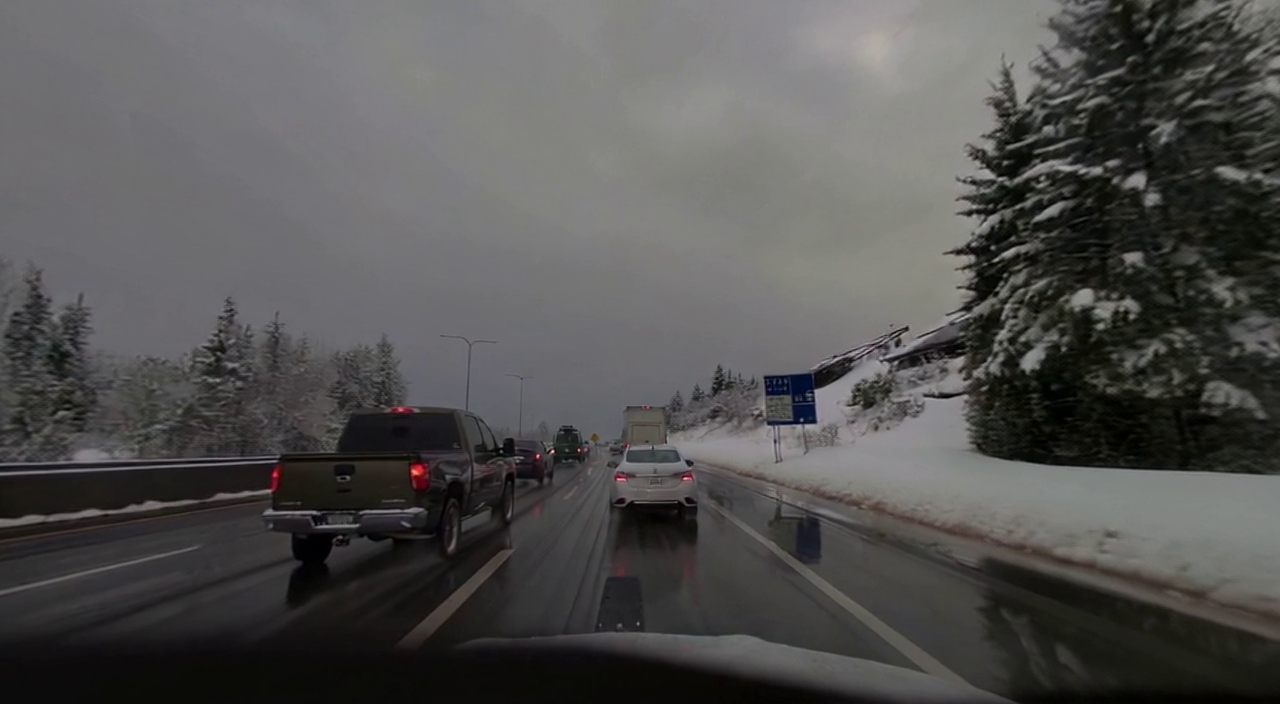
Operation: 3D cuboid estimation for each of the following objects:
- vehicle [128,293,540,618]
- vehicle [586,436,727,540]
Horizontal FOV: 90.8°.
[{"bbox_3d":[-3.089,1.353,8.753,2.289,2.757,6.726,0,-9,0],"label":"vehicle"},{"bbox_3d":[0.227,2.272,11.087,2.063,1.507,3.488,0,-9,-1],"label":"vehicle"}]
